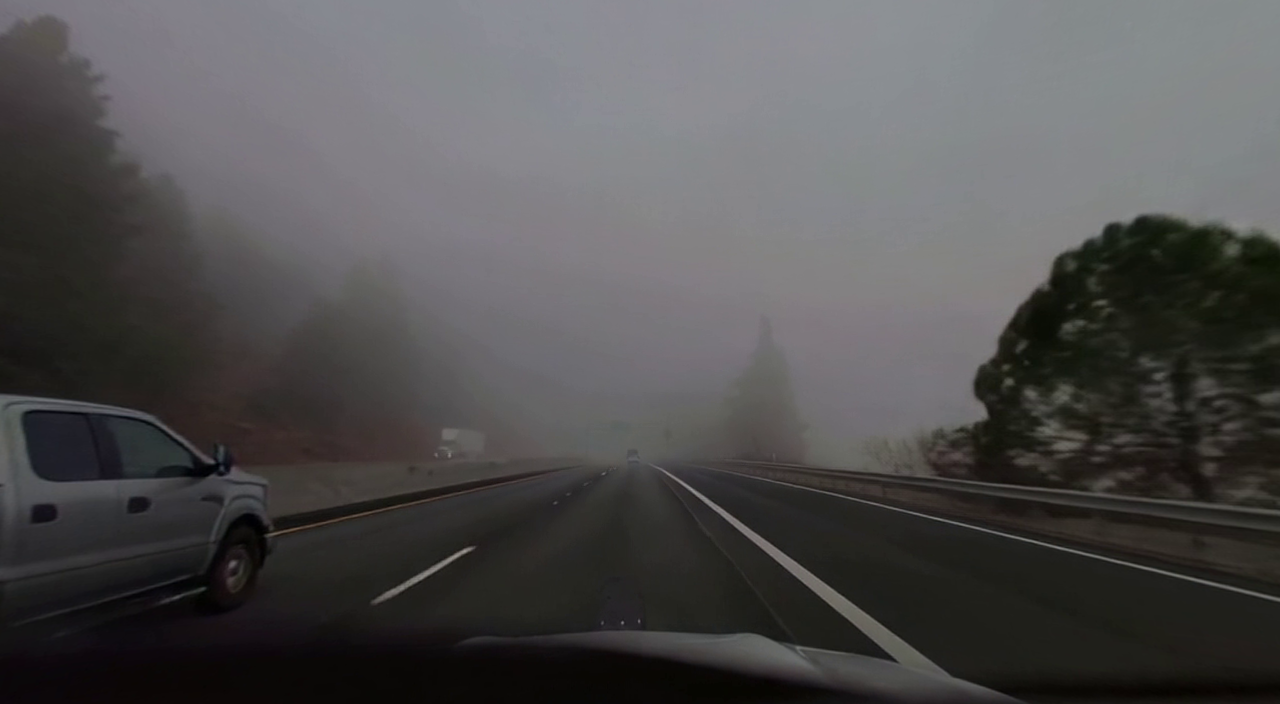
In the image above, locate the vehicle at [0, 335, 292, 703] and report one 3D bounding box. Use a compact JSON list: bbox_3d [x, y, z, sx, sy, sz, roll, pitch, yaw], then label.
[{"bbox_3d":[-4.161,0.841,2.829,2.214,1.872,5.179,0,-9,0],"label":"vehicle"}]
